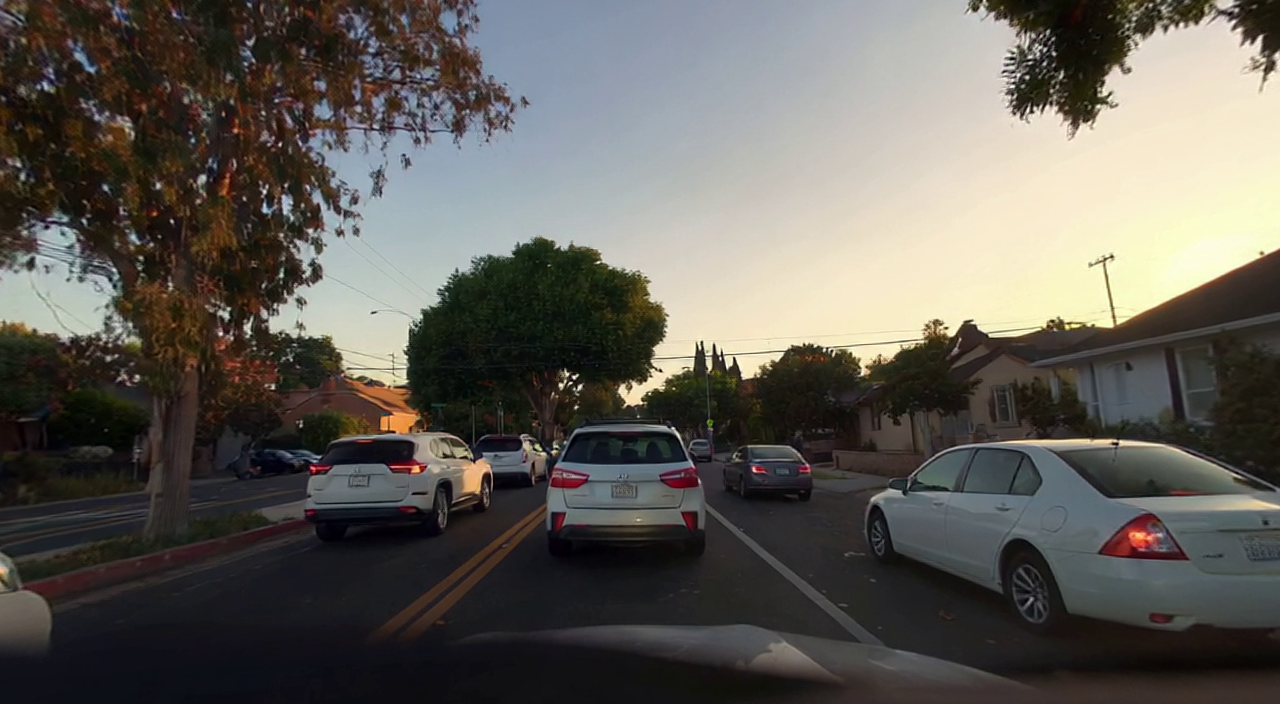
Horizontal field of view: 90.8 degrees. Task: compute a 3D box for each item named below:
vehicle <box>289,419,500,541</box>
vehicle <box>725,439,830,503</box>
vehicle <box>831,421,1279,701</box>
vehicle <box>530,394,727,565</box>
[{"bbox_3d":[-3.711,2.005,10.530,1.864,1.576,4.324,0,-8,-2],"label":"vehicle"},{"bbox_3d":[3.504,3.097,16.878,1.880,1.476,3.932,0,-8,-1],"label":"vehicle"},{"bbox_3d":[3.479,1.460,5.756,1.977,1.480,4.589,0,-8,-1],"label":"vehicle"},{"bbox_3d":[-0.224,1.709,9.173,2.164,1.867,4.254,0,-8,-3],"label":"vehicle"}]
